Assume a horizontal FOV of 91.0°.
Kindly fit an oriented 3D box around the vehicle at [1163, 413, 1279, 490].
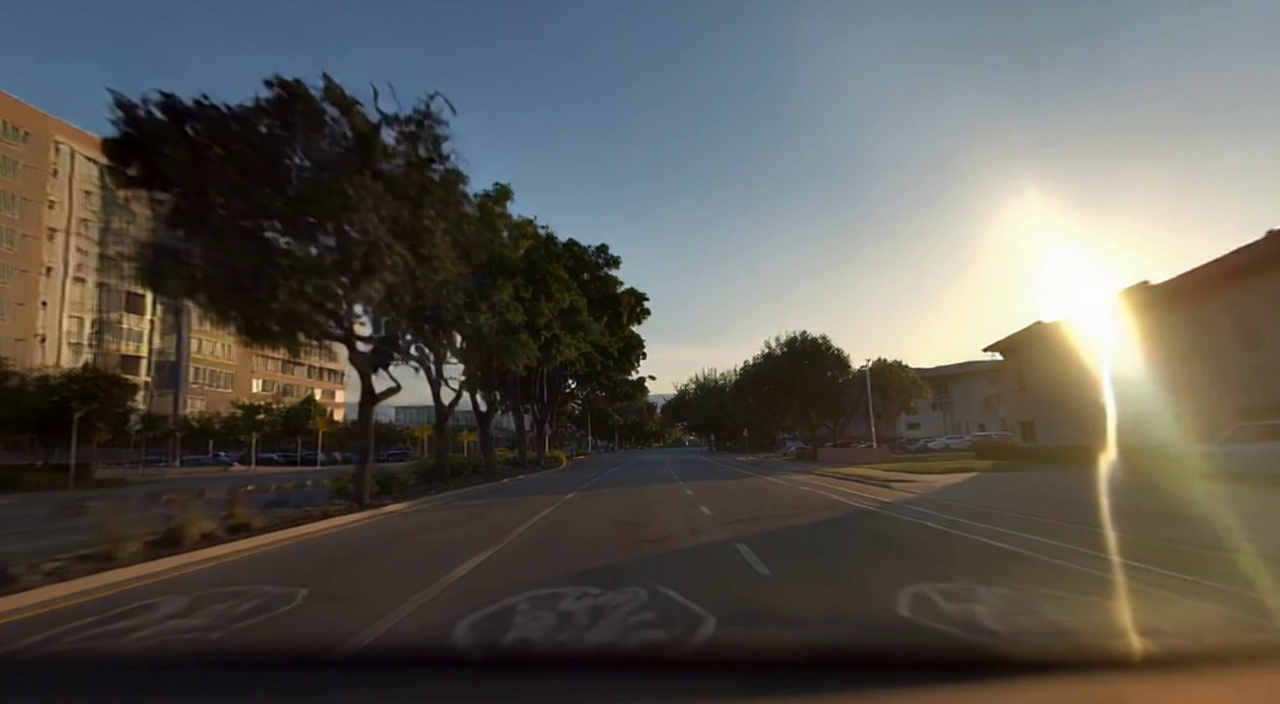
[{"bbox_3d":[13.523,1.999,12.670,1.879,1.507,4.836,0,-9,1],"label":"vehicle"}]
